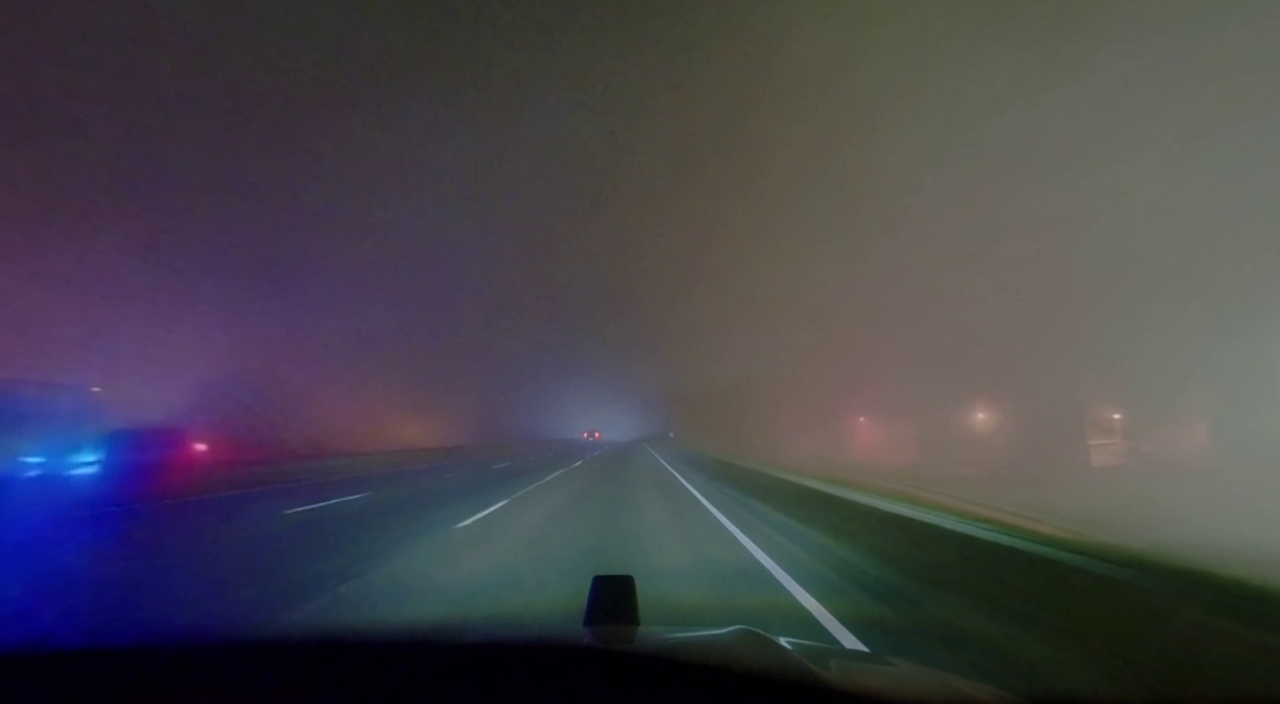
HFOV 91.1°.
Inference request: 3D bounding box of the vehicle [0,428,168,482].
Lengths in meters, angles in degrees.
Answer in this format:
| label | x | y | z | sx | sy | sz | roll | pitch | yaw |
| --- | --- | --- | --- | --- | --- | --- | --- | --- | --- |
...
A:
| label | x | y | z | sx | sy | sz | roll | pitch | yaw |
| --- | --- | --- | --- | --- | --- | --- | --- | --- | --- |
| vehicle | -19.699 | 3.616 | 22.525 | 1.953 | 1.697 | 4.661 | 0 | -8 | -1 |
